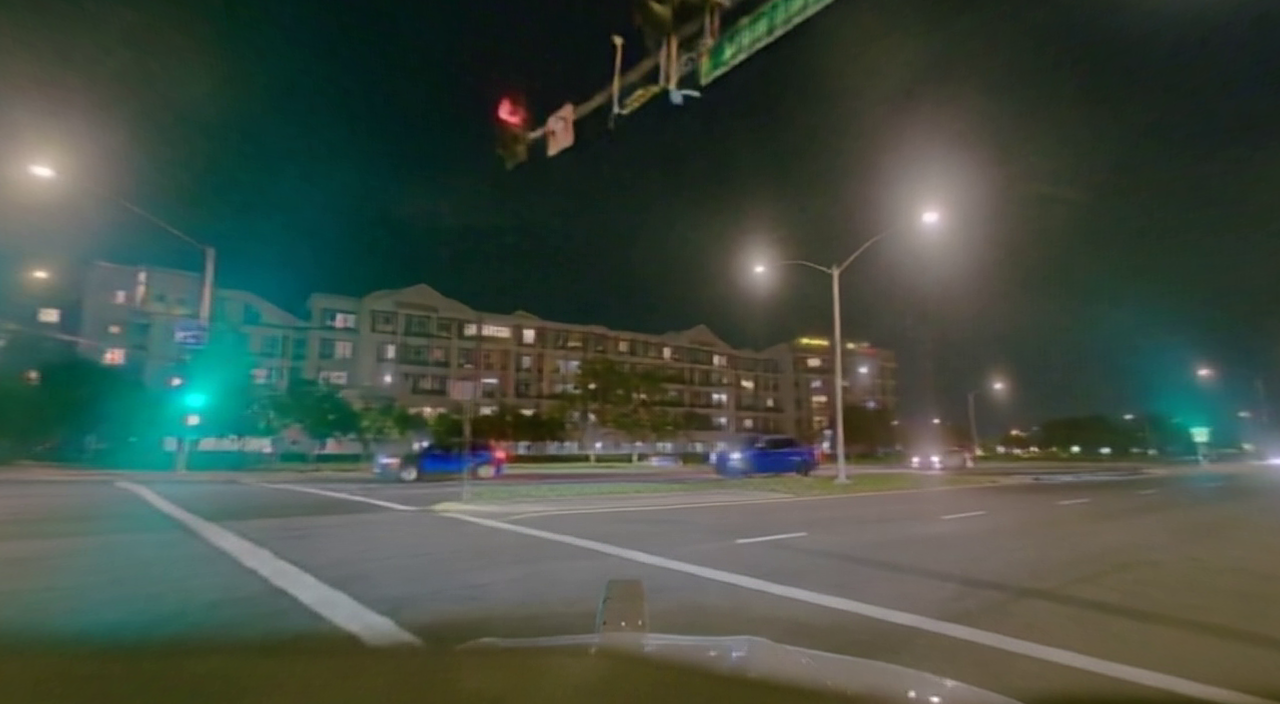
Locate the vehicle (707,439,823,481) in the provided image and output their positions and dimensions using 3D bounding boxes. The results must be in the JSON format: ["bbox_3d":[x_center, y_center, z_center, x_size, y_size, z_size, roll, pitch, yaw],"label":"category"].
[{"bbox_3d":[6.333,5.354,31.461,5.841,1.890,2.273,6,-10,-36],"label":"vehicle"}]

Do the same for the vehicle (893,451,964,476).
[{"bbox_3d":[18.615,7.116,40.386,4.763,1.490,1.915,6,-10,-35],"label":"vehicle"}]

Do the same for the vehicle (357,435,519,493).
[{"bbox_3d":[-6.820,3.777,21.514,4.820,1.751,2.050,7,-11,-38],"label":"vehicle"}]
